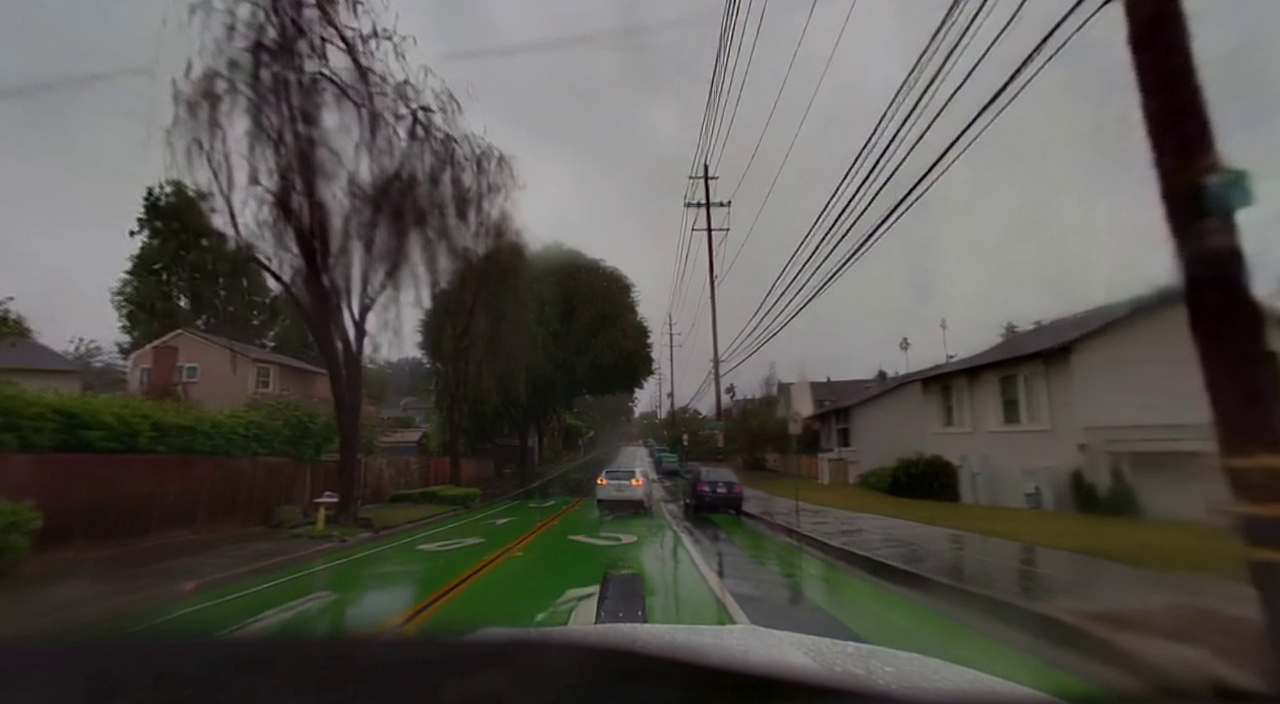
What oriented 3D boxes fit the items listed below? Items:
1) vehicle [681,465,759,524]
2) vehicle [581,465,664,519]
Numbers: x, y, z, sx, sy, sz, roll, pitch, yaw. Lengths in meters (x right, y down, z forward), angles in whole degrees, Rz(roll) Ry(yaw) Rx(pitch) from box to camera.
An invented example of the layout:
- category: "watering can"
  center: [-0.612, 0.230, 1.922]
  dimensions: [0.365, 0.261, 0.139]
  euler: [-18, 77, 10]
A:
- category: "vehicle"
  center: [2.595, 4.782, 21.667]
  dimensions: [1.909, 1.694, 4.472]
  euler: [0, -9, -2]
- category: "vehicle"
  center: [-0.448, 4.631, 21.348]
  dimensions: [2.235, 1.500, 4.496]
  euler: [-1, -9, 6]
